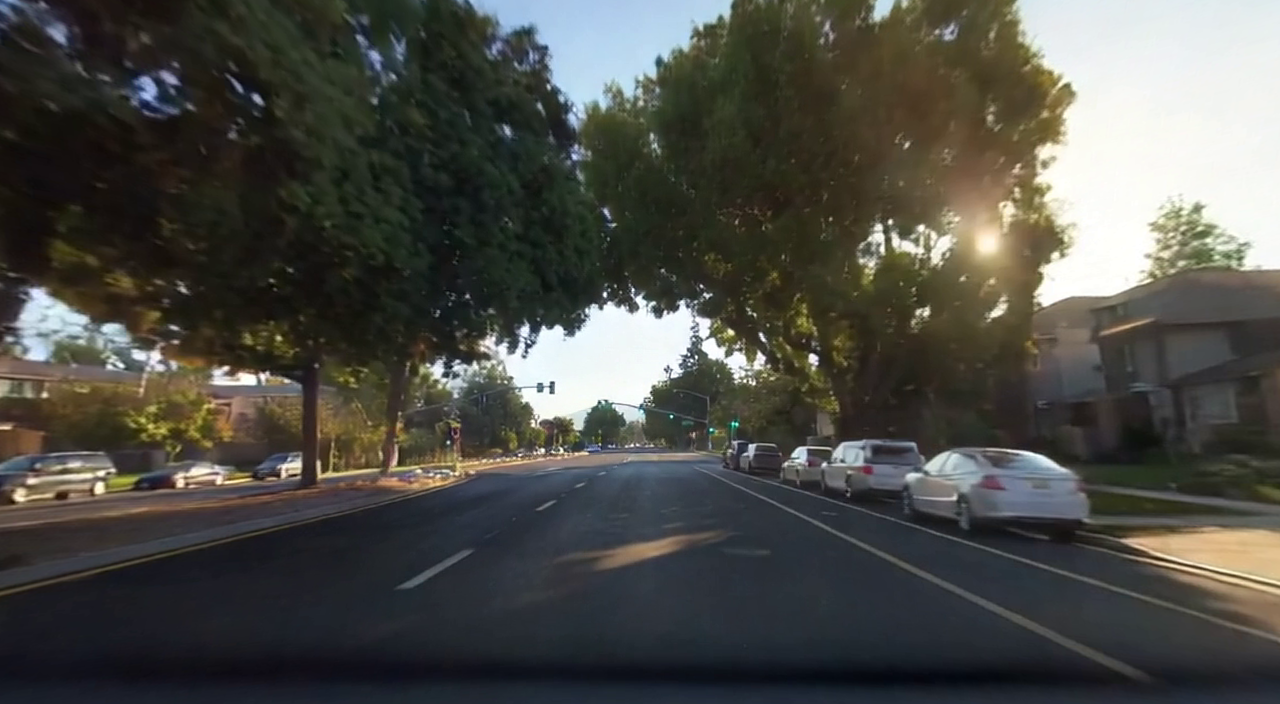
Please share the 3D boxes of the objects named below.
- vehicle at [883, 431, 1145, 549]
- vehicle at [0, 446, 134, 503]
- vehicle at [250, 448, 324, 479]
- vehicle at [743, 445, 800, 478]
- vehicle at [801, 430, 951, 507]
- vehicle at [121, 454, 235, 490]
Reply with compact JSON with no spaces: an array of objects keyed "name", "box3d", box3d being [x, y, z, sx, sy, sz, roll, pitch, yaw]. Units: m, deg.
[{"name":"vehicle","box3d":[6.223,2.314,11.234,1.918,1.662,4.393,0,-9,-1]},{"name":"vehicle","box3d":[-21.678,4.420,23.171,2.001,1.839,4.669,0,-9,0]},{"name":"vehicle","box3d":[-21.488,6.764,38.413,1.933,1.733,4.518,0,-9,-1]},{"name":"vehicle","box3d":[6.468,5.401,31.313,1.901,1.470,4.580,0,-9,1]},{"name":"vehicle","box3d":[6.212,3.133,17.314,2.112,1.788,4.933,0,-9,-1]},{"name":"vehicle","box3d":[-21.511,5.564,29.511,1.842,1.496,4.614,0,-9,1]}]
